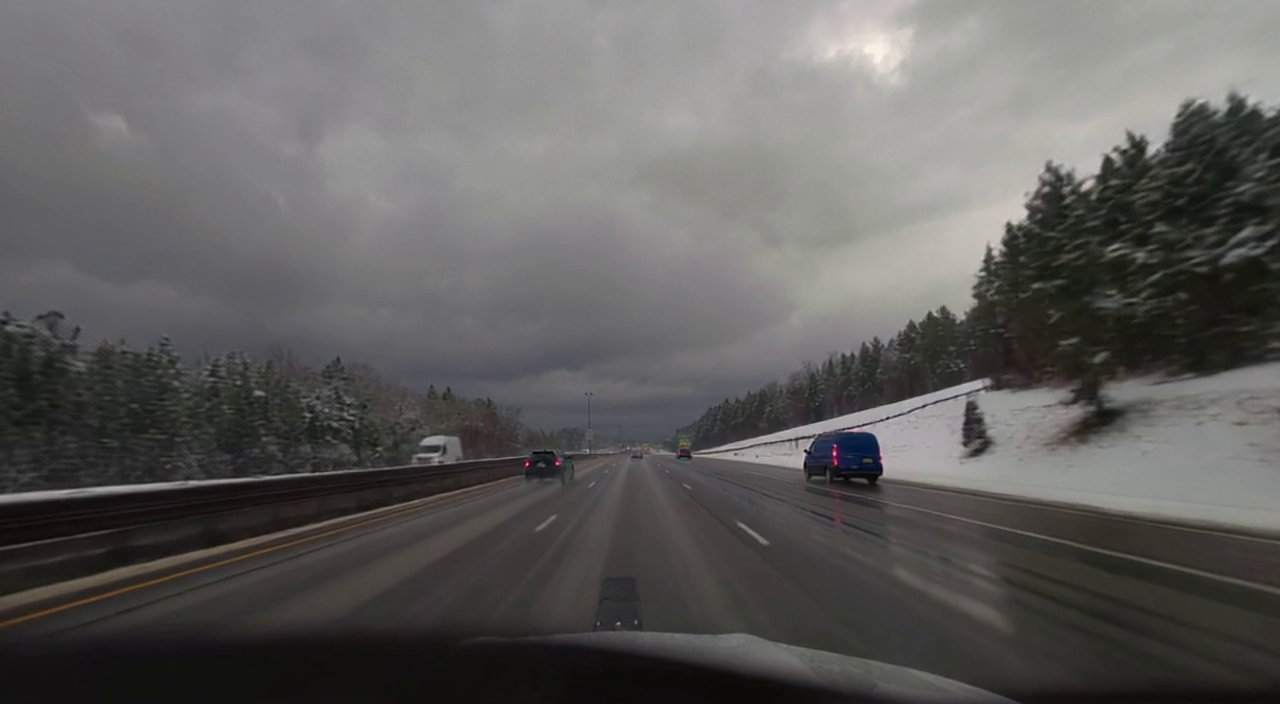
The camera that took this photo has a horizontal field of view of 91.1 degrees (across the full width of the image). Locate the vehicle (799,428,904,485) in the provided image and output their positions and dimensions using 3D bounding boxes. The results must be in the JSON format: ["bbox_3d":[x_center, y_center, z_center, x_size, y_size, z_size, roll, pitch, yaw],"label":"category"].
[{"bbox_3d":[7.845,3.948,23.955,2.133,1.933,4.986,0,-9,-1],"label":"vehicle"}]

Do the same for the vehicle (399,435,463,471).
[{"bbox_3d":[-14.900,7.264,45.282,2.523,2.377,6.182,0,-9,0],"label":"vehicle"}]

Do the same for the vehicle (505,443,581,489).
[{"bbox_3d":[-3.560,4.265,23.885,2.160,1.530,4.500,0,-9,0],"label":"vehicle"}]
